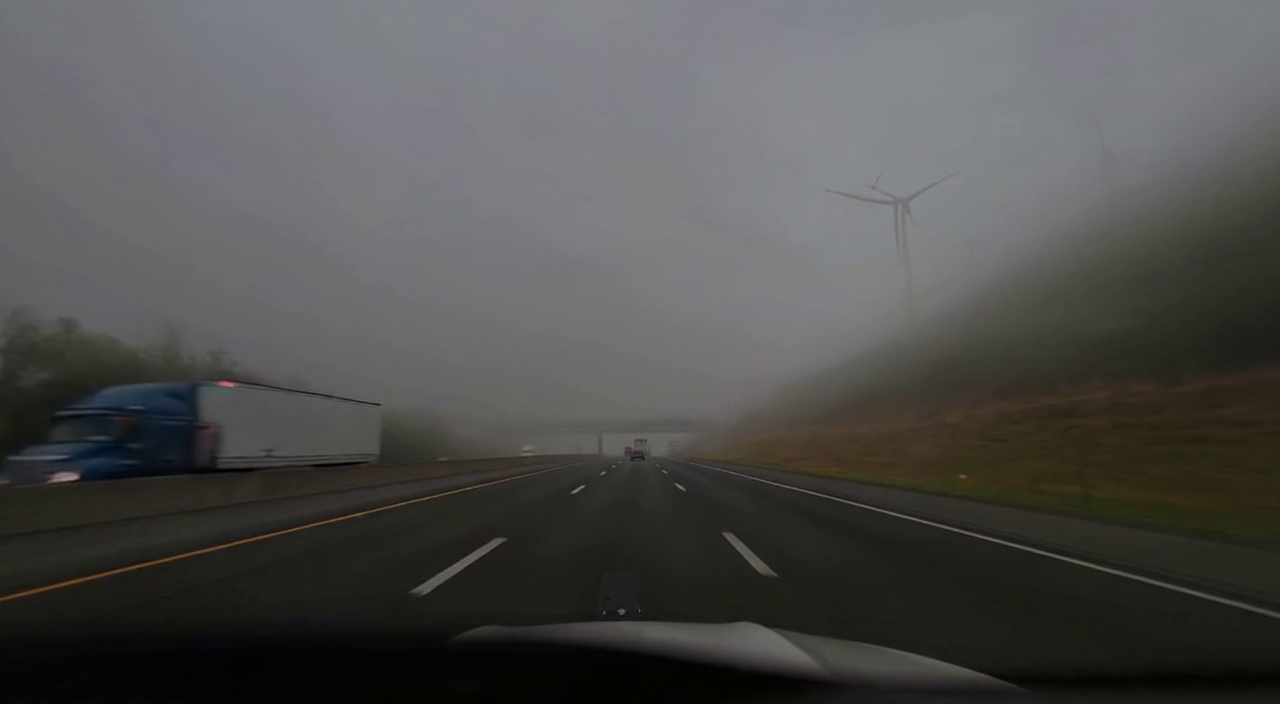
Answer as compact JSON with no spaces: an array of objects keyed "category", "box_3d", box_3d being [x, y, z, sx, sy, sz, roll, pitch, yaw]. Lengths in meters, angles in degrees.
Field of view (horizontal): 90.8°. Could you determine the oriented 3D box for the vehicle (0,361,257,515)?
[{"category":"vehicle","box_3d":[-15.561,2.712,19.773,3.154,4.039,6.070,0,-9,-1]}]
